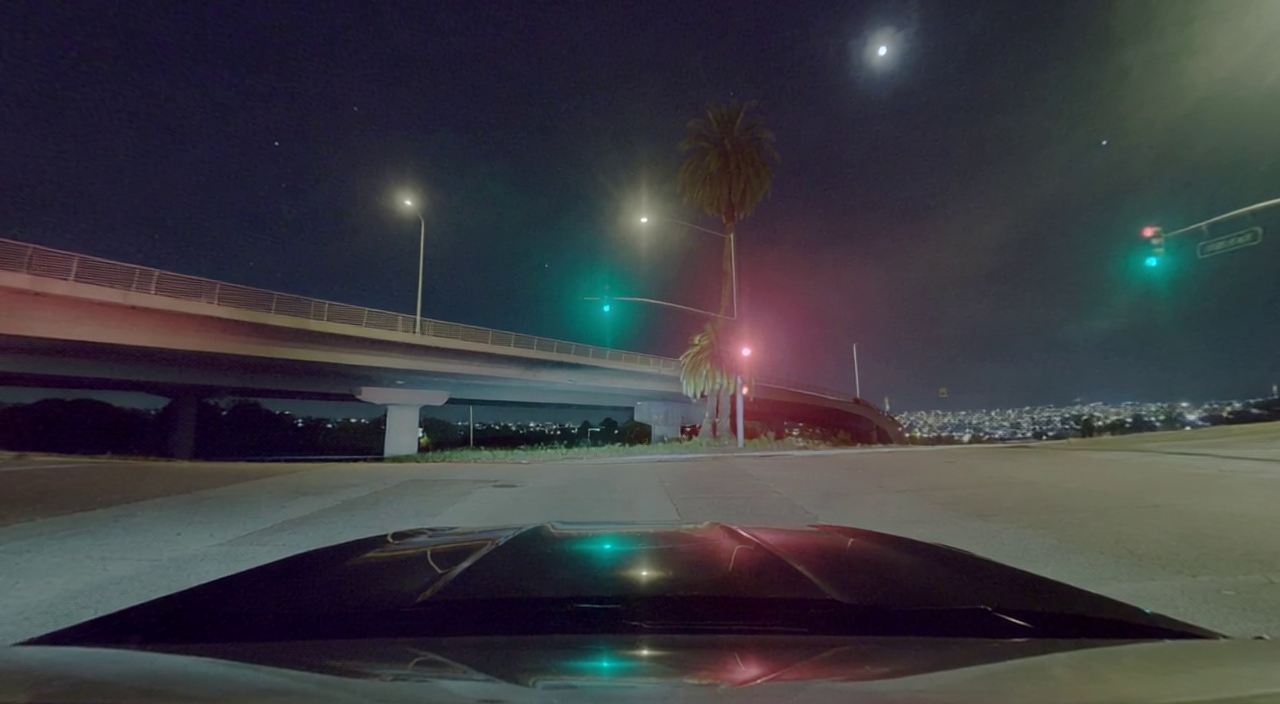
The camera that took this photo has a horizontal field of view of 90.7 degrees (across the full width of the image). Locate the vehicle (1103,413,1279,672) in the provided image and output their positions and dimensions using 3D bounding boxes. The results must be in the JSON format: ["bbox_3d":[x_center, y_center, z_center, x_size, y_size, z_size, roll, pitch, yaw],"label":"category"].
[{"bbox_3d":[4.557,0.994,2.919,1.959,1.485,4.628,-2,-9,10],"label":"vehicle"}]
